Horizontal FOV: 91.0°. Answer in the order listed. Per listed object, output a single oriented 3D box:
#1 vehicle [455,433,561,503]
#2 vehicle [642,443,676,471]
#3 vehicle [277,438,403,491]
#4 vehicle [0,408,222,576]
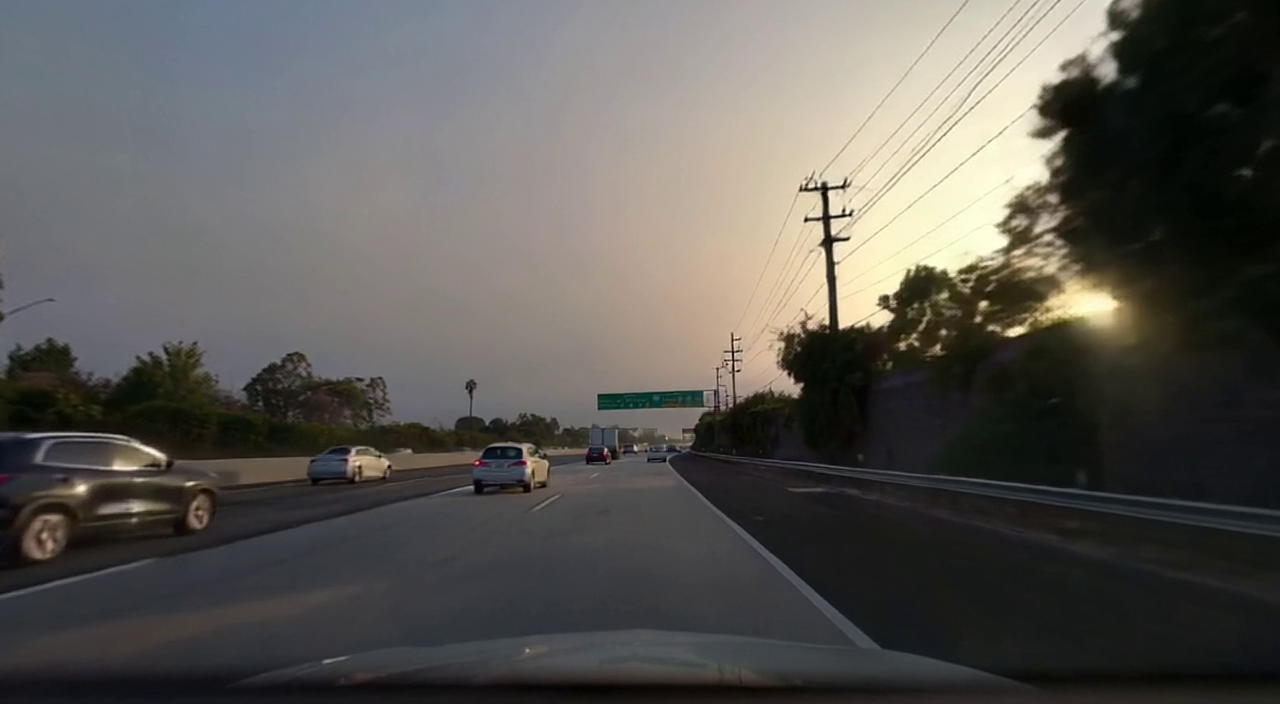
[{"bbox_3d":[-3.500,3.159,17.560,1.976,1.688,4.124,0,-9,1],"label":"vehicle"},{"bbox_3d":[1.234,6.656,40.137,2.038,1.677,4.219,0,-9,2],"label":"vehicle"},{"bbox_3d":[-10.828,4.075,23.260,2.097,1.722,4.981,0,-9,1],"label":"vehicle"},{"bbox_3d":[-7.539,1.557,7.281,2.043,1.696,4.851,0,-9,0],"label":"vehicle"}]
